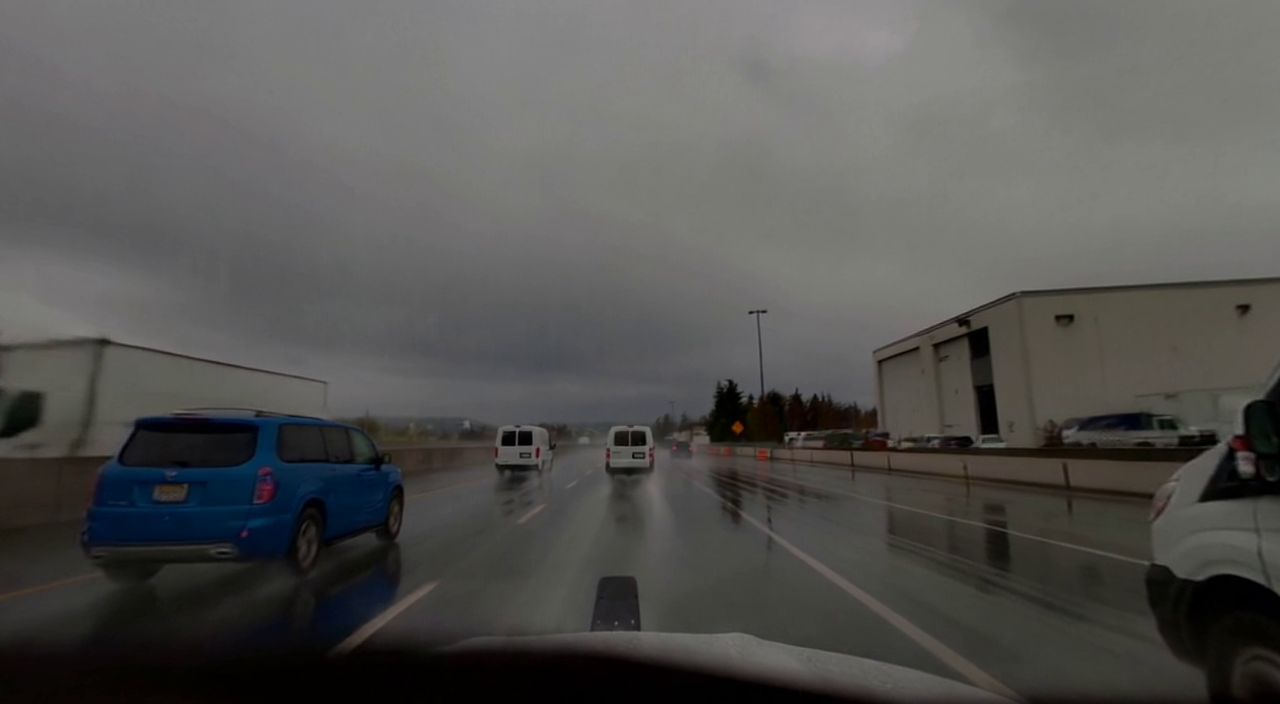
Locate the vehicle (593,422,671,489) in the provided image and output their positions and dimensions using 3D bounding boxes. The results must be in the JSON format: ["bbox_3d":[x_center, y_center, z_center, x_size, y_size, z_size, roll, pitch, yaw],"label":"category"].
[{"bbox_3d":[-0.313,3.349,20.730,2.304,1.925,4.282,0,-8,-2],"label":"vehicle"}]

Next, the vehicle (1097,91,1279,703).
[{"bbox_3d":[3.924,-0.048,0.659,2.427,2.652,5.769,0,-8,0],"label":"vehicle"}]

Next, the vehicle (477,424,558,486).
[{"bbox_3d":[-4.200,3.600,22.296,2.038,1.936,4.300,0,-8,-1],"label":"vehicle"}]

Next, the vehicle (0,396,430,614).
[{"bbox_3d":[-4.122,1.518,7.243,1.972,1.703,4.333,0,-8,-1],"label":"vehicle"}]
